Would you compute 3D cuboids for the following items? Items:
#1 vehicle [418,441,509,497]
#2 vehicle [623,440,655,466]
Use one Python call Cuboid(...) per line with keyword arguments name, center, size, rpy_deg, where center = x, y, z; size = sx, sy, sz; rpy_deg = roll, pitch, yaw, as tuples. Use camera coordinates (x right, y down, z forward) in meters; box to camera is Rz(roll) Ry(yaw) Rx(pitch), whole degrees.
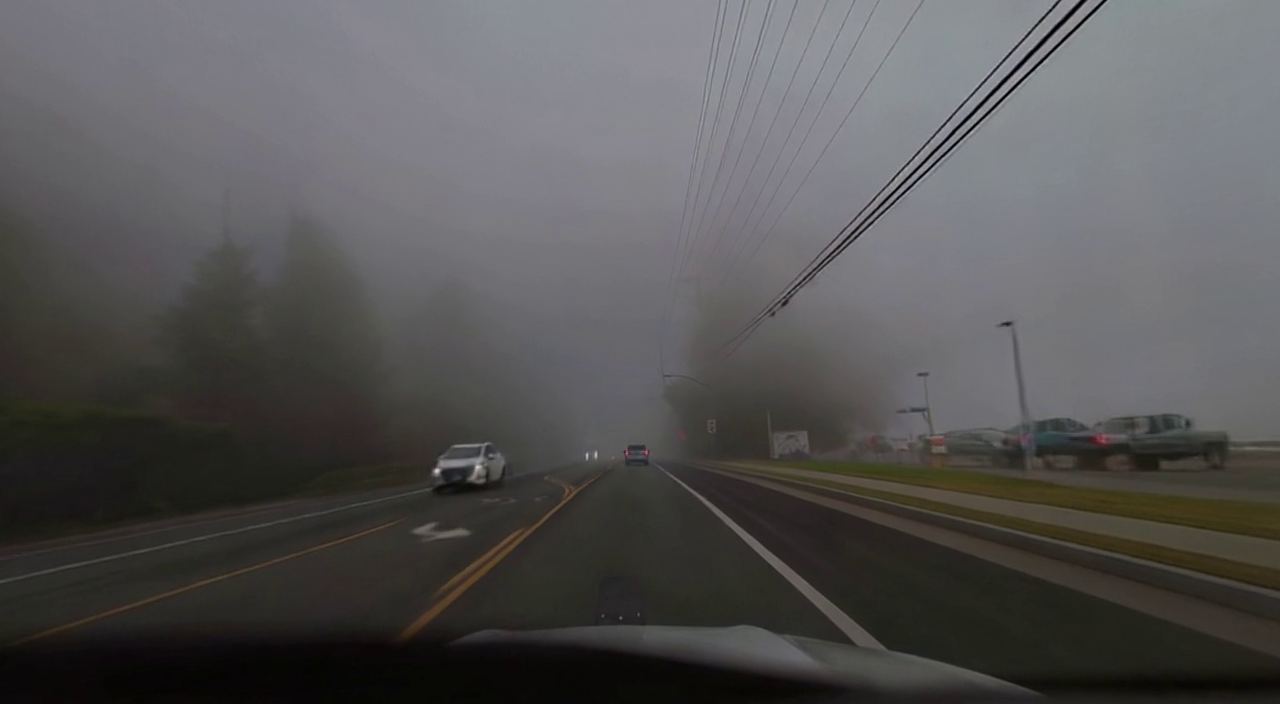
Cuboid(name="vehicle", center=(-6.011, 3.997, 22.062), size=(1.960, 1.704, 4.229), rpy_deg=(-1, -8, 0))
Cuboid(name="vehicle", center=(-0.094, 7.121, 44.673), size=(2.163, 1.746, 4.073), rpy_deg=(-1, -8, 0))
